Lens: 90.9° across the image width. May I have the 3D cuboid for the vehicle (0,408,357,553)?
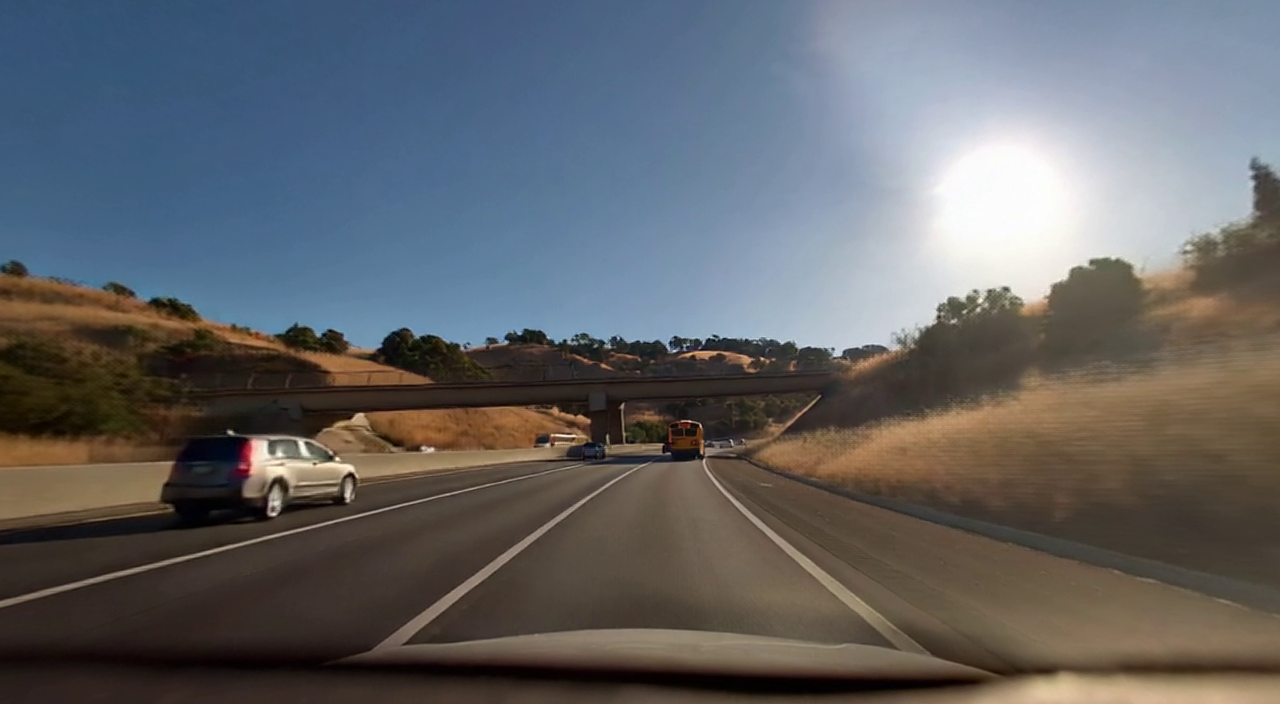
[{"bbox_3d":[-6.642,1.845,9.786,2.172,1.689,4.625,0,-8,2],"label":"vehicle"}]

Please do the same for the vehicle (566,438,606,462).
[{"bbox_3d":[-4.098,7.512,48.599,2.106,1.704,4.637,-1,-8,7],"label":"vehicle"}]
